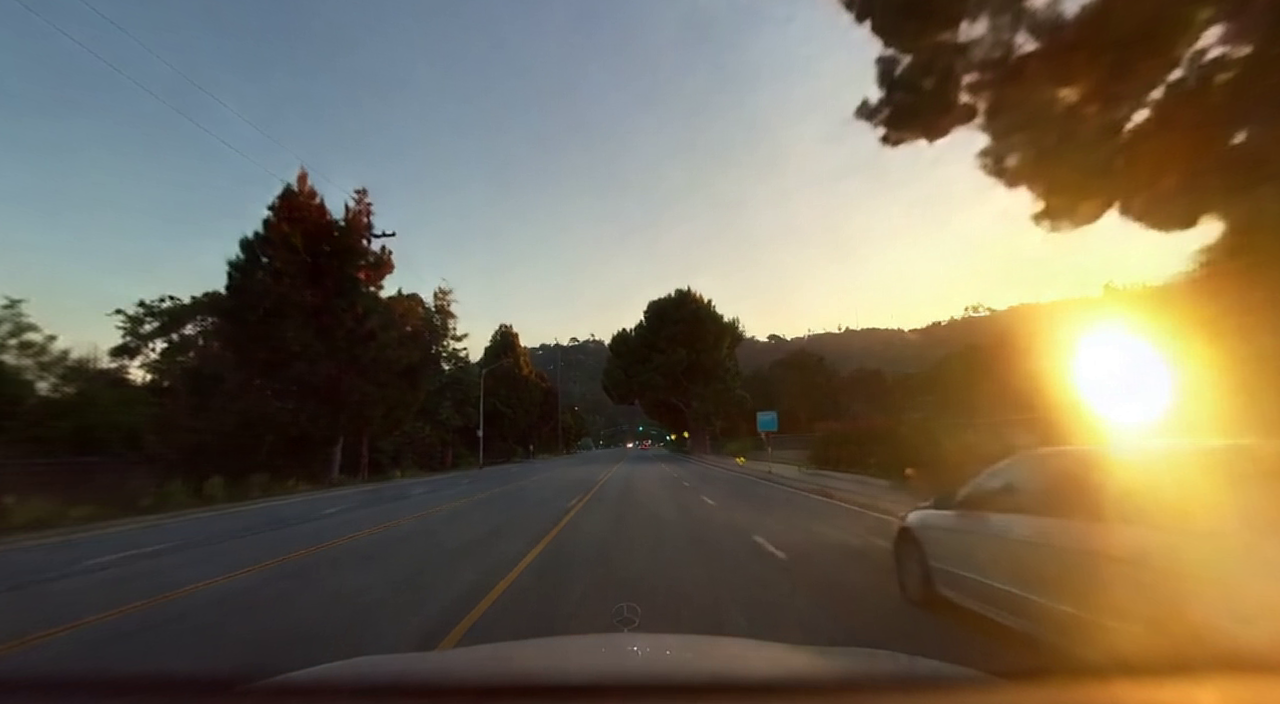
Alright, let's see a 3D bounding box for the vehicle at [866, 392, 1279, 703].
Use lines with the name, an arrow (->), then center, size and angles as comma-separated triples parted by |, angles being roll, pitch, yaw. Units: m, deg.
vehicle -> 2.848, 0.998, 2.745 | 2.042, 1.469, 4.470 | 0, -8, -1
